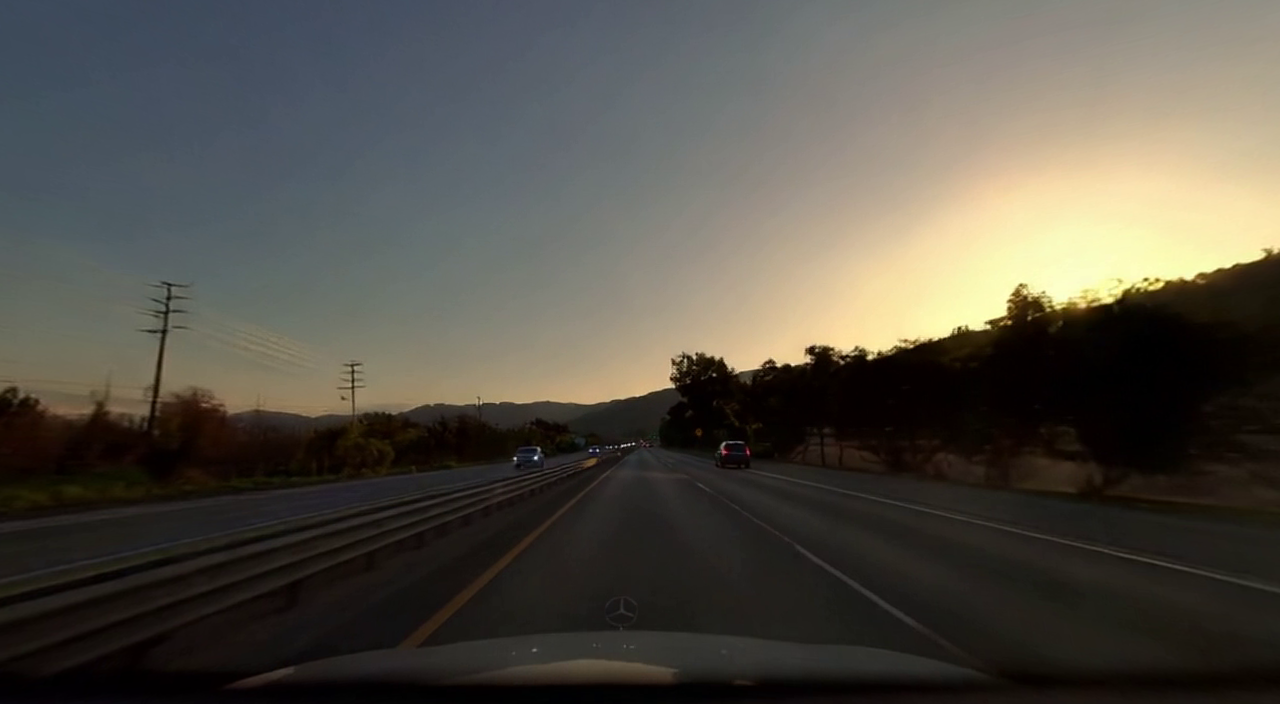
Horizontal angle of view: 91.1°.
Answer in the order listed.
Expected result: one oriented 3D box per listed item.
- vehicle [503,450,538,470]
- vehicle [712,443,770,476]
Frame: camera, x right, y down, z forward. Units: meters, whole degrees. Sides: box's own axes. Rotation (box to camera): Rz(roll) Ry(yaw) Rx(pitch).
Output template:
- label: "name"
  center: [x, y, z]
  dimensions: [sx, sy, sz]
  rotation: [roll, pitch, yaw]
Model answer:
- label: "vehicle"
  center: [-9.373, 8.476, 49.514]
  dimensions: [1.916, 1.467, 4.458]
  rotation: [0, -9, 0]
- label: "vehicle"
  center: [4.576, 4.941, 28.994]
  dimensions: [1.923, 1.408, 3.835]
  rotation: [0, -9, -1]
